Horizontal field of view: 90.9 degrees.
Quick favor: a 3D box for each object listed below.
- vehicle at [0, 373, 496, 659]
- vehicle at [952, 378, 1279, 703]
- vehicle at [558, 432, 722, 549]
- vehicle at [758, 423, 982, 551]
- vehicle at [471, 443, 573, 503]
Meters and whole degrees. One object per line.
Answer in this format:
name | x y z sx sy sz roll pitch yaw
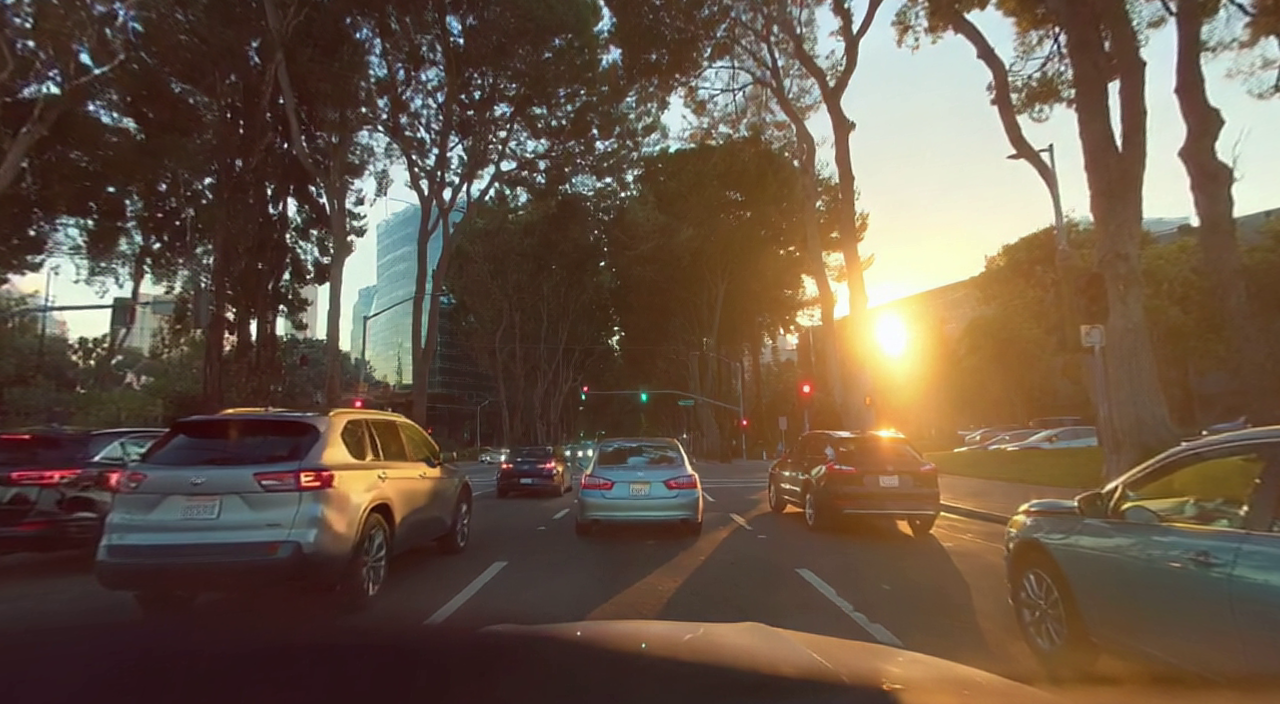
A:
vehicle | -3.114 1.355 6.277 2.168 1.750 4.625 -1 -8 1
vehicle | 3.313 0.956 2.738 1.899 1.588 3.888 0 -9 0
vehicle | -0.009 2.116 10.295 2.147 1.507 3.953 0 -8 0
vehicle | 3.427 2.096 10.491 2.040 1.647 4.379 0 -8 0
vehicle | -3.079 3.248 17.365 1.975 1.420 4.196 0 -8 1
